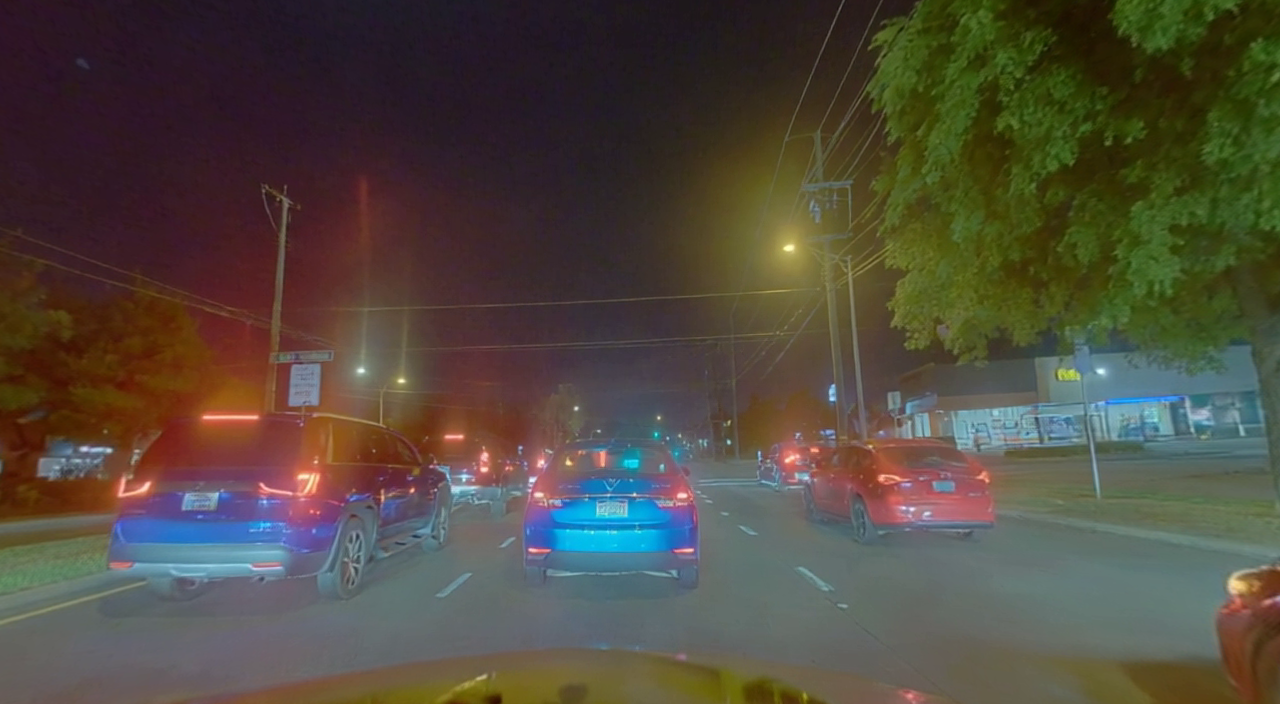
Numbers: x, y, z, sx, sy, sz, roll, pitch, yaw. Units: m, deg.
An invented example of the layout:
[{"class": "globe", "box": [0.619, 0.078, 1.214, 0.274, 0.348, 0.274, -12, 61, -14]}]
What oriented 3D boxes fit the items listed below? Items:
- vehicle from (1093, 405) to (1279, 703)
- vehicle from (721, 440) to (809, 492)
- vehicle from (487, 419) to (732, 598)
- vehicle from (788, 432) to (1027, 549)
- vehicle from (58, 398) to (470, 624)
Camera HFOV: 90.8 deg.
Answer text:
[{"class": "vehicle", "box": [3.589, 0.769, 1.278, 1.929, 1.479, 4.723, 0, -9, 1]}, {"class": "vehicle", "box": [3.822, 3.552, 20.025, 1.876, 1.456, 4.025, 0, -9, -1]}, {"class": "vehicle", "box": [-0.317, 1.632, 7.400, 2.097, 1.511, 3.809, 0, -9, -2]}, {"class": "vehicle", "box": [3.924, 2.098, 10.278, 1.909, 1.473, 4.361, 0, -9, -1]}, {"class": "vehicle", "box": [-3.436, 1.525, 6.999, 1.979, 1.697, 4.254, 0, -9, -1]}]
